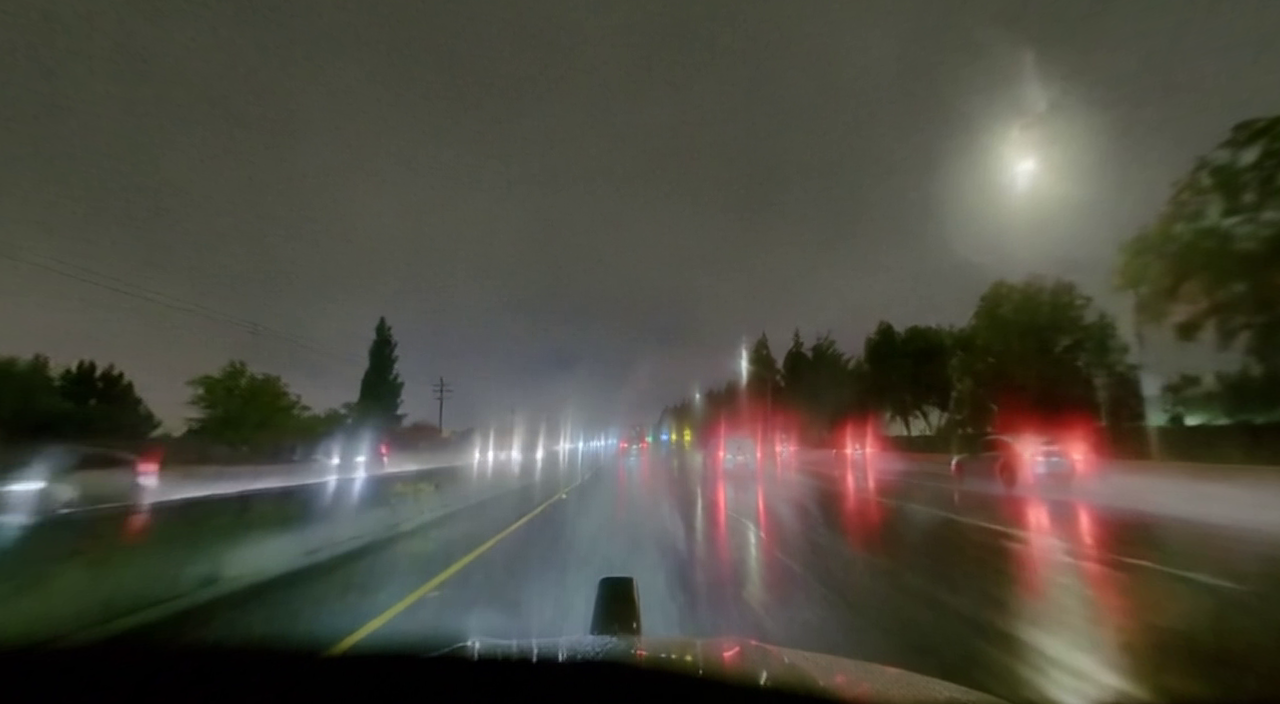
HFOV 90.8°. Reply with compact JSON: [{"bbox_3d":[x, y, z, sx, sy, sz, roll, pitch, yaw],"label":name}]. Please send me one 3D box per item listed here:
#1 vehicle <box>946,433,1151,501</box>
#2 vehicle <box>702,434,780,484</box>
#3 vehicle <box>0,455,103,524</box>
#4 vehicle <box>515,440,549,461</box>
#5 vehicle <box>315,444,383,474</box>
[{"bbox_3d":[10.540,3.001,16.946,1.987,1.502,5.130,0,-9,-1],"label":"vehicle"},{"bbox_3d":[3.531,3.838,22.923,2.018,1.600,4.121,0,-9,-2],"label":"vehicle"},{"bbox_3d":[-14.939,3.061,14.006,1.944,1.456,4.673,0,-9,0],"label":"vehicle"},{"bbox_3d":[-8.168,7.500,48.219,1.860,1.503,3.883,0,-9,1],"label":"vehicle"},{"bbox_3d":[-18.762,6.917,41.052,2.053,1.810,5.015,0,-9,0],"label":"vehicle"}]
